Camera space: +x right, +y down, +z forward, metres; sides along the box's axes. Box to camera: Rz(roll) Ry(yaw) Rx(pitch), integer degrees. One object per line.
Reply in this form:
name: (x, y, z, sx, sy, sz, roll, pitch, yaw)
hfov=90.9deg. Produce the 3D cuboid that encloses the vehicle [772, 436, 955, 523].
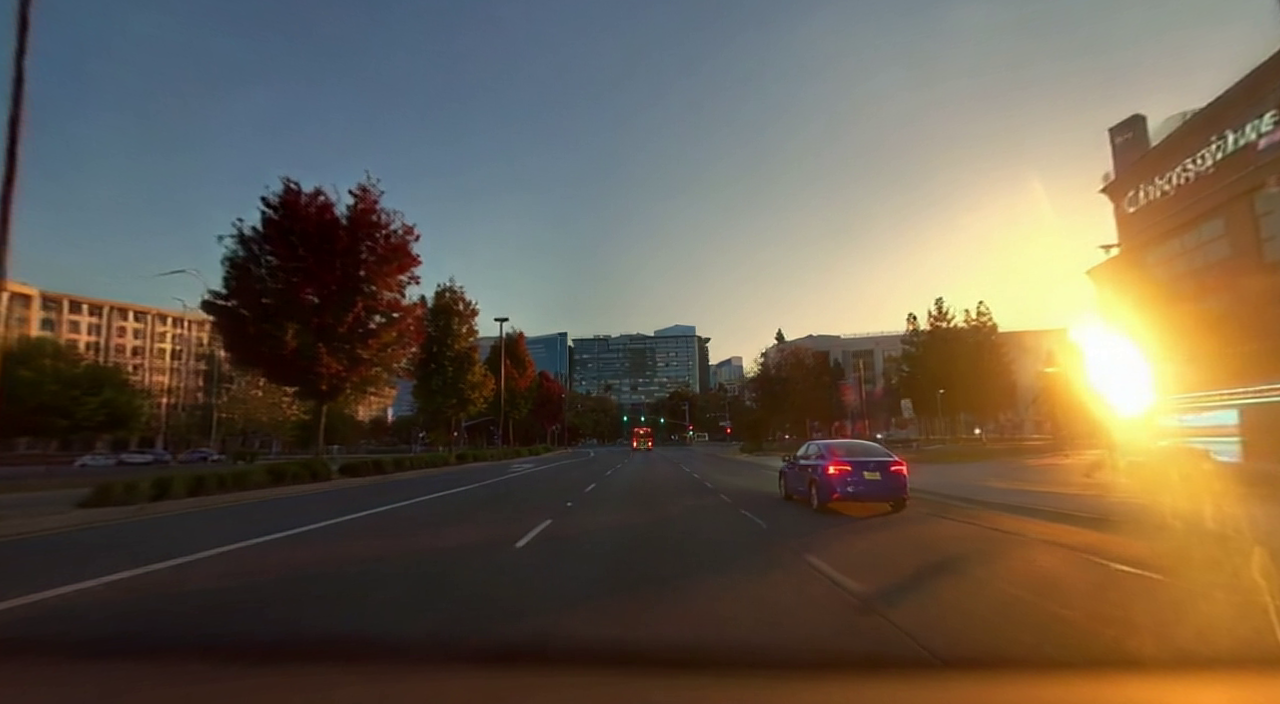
vehicle: (4.267, 2.488, 13.010, 2.005, 1.442, 4.675, 0, -8, -1)
